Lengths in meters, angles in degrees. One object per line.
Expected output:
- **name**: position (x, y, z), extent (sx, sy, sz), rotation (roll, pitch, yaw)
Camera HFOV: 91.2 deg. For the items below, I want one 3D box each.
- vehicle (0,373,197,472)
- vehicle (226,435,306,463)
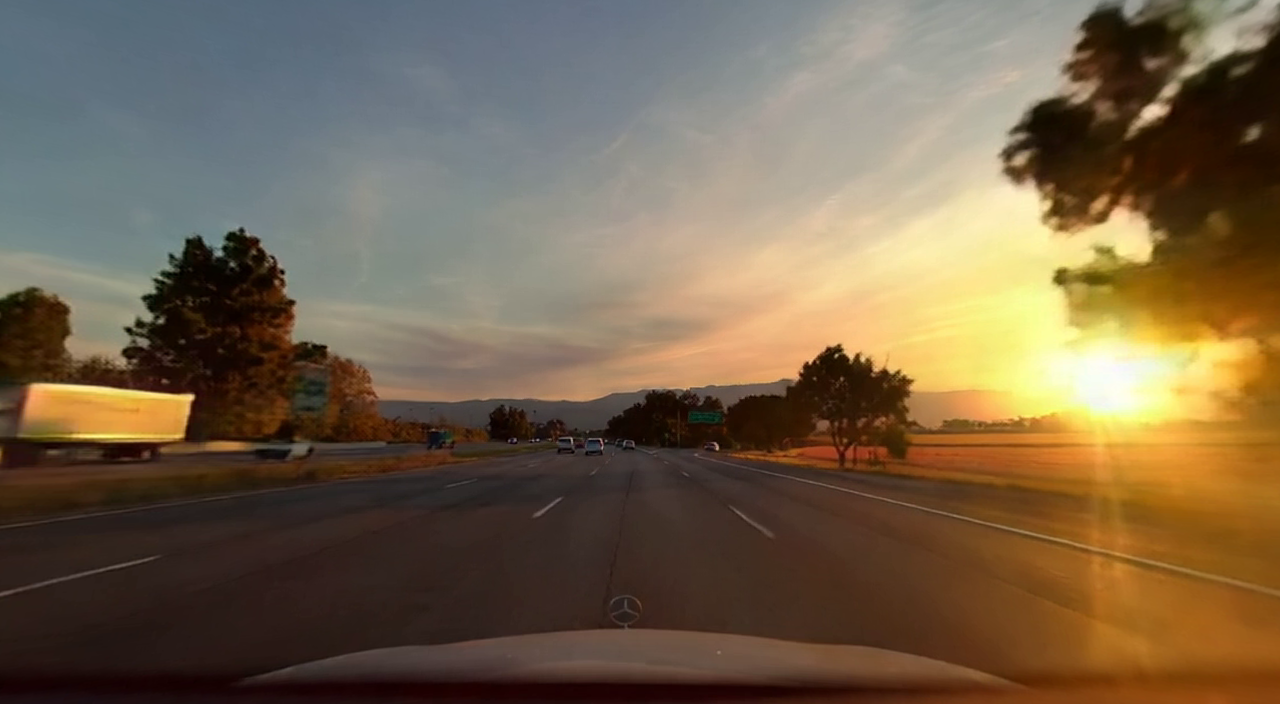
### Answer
- **vehicle**: position (-24.758, 3.282, 28.048), extent (2.936, 3.664, 9.492), rotation (0, -8, -1)
- **vehicle**: position (-20.929, 5.438, 35.337), extent (1.853, 1.492, 4.330), rotation (0, -8, 0)
